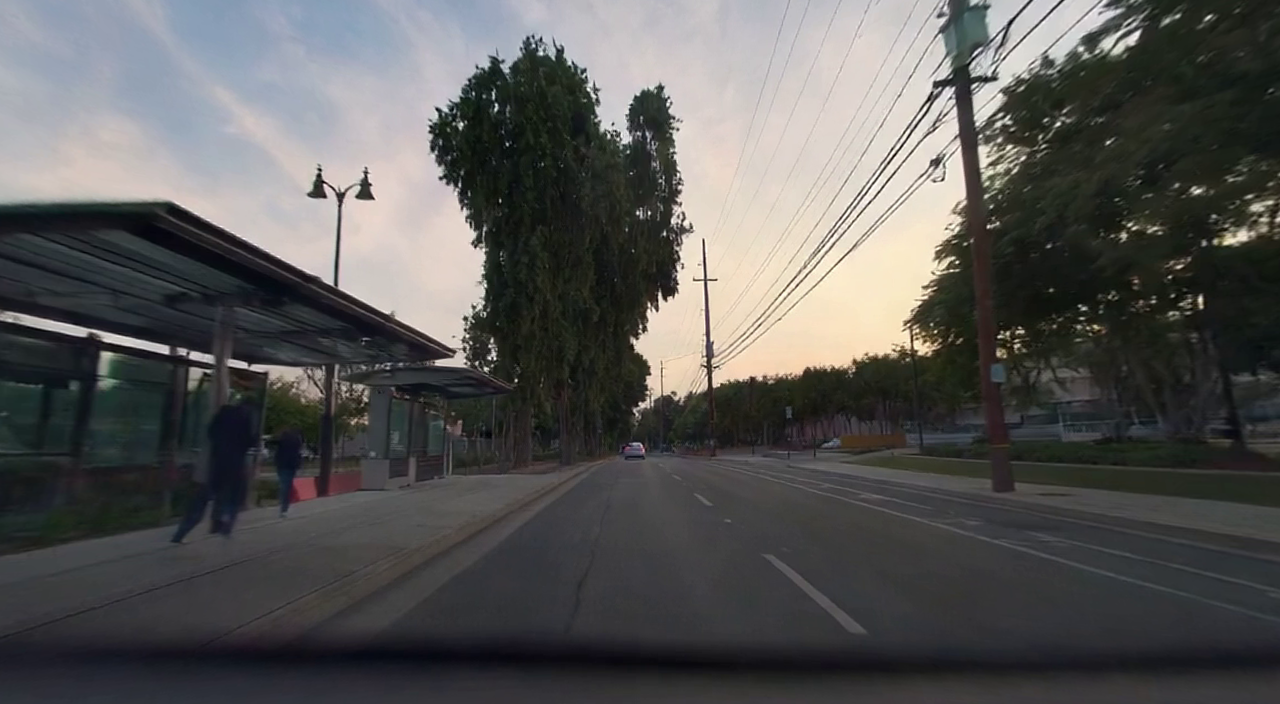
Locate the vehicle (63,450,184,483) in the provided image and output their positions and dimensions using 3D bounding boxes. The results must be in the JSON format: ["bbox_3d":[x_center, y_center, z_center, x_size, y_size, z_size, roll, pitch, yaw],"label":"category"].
[{"bbox_3d":[-26.033,5.741,32.098,2.040,1.469,4.860,0,-8,0],"label":"vehicle"}]

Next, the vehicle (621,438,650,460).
[{"bbox_3d":[-0.396,7.281,47.576,2.109,1.501,4.042,0,-8,-1],"label":"vehicle"}]
